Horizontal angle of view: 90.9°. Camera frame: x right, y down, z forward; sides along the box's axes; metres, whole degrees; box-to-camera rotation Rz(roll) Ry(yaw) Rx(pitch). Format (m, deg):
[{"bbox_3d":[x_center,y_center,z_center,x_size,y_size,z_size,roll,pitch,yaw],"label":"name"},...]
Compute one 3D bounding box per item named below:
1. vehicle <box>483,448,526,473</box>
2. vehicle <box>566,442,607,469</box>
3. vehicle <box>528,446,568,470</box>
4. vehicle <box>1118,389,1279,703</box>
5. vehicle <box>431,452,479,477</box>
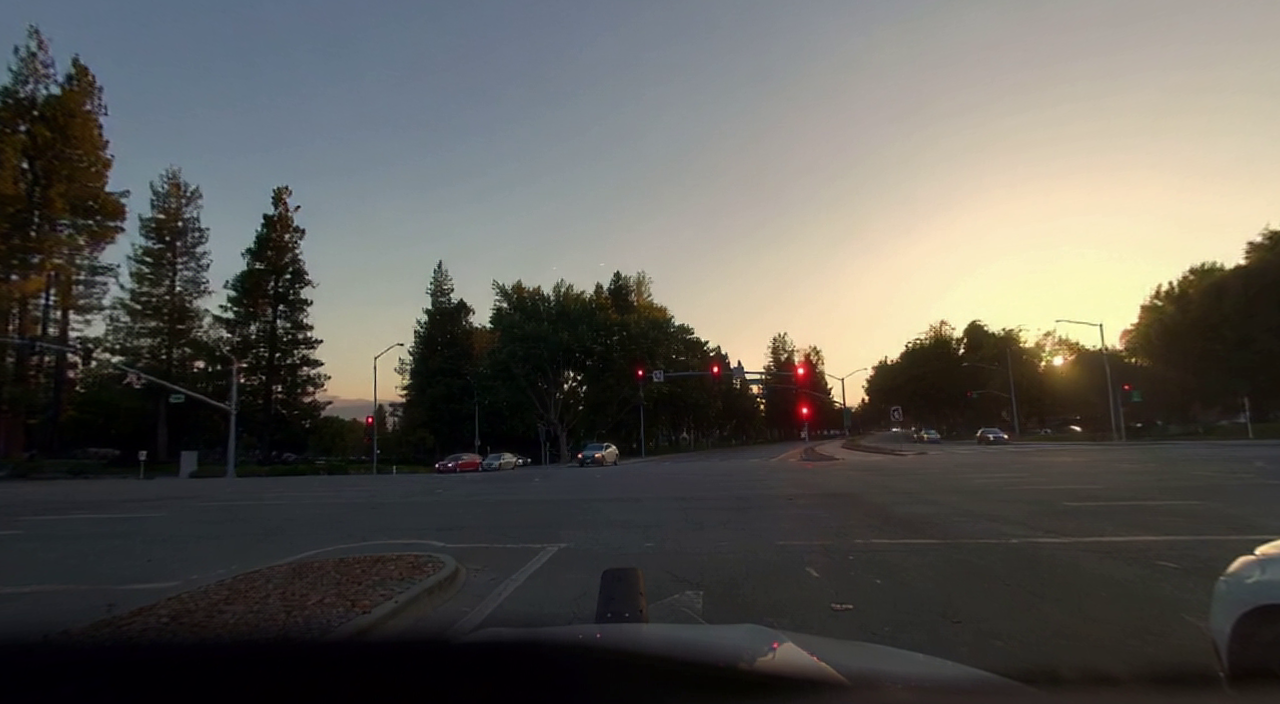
[{"bbox_3d":[-9.796,7.852,45.905,2.064,1.725,4.243,0,-9,1],"label":"vehicle"},{"bbox_3d":[-3.602,7.108,43.353,2.215,1.732,4.684,-1,-9,3],"label":"vehicle"},{"bbox_3d":[-6.580,7.623,45.494,2.126,1.657,4.307,-1,-9,2],"label":"vehicle"},{"bbox_3d":[3.050,0.612,0.410,1.978,1.468,4.544,0,-9,1],"label":"vehicle"},{"bbox_3d":[-13.412,8.177,45.974,2.101,1.637,4.304,0,-9,1],"label":"vehicle"}]
